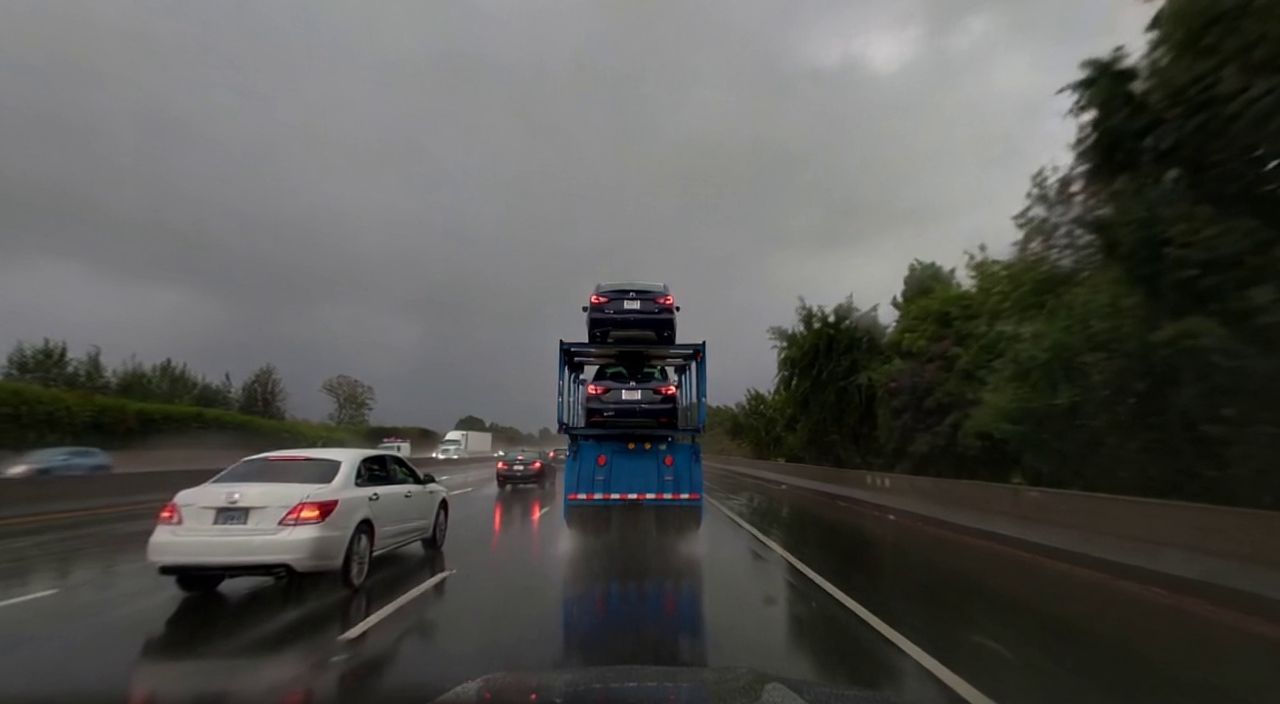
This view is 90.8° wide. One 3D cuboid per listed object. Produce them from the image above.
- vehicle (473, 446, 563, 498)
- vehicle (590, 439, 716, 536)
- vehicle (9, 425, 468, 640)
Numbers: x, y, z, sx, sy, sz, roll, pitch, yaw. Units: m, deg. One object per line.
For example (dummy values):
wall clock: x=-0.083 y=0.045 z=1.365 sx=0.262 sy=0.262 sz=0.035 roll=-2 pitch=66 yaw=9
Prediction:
vehicle: x=-3.824 y=3.842 z=20.603 sx=1.947 sy=1.470 sz=4.526 roll=0 pitch=-9 yaw=1
vehicle: x=0.172 y=2.414 z=11.753 sx=1.991 sy=1.507 sz=3.391 roll=0 pitch=-9 yaw=-1
vehicle: x=-3.369 y=1.574 z=6.413 sx=2.149 sy=1.497 sz=3.753 roll=0 pitch=-9 yaw=0
